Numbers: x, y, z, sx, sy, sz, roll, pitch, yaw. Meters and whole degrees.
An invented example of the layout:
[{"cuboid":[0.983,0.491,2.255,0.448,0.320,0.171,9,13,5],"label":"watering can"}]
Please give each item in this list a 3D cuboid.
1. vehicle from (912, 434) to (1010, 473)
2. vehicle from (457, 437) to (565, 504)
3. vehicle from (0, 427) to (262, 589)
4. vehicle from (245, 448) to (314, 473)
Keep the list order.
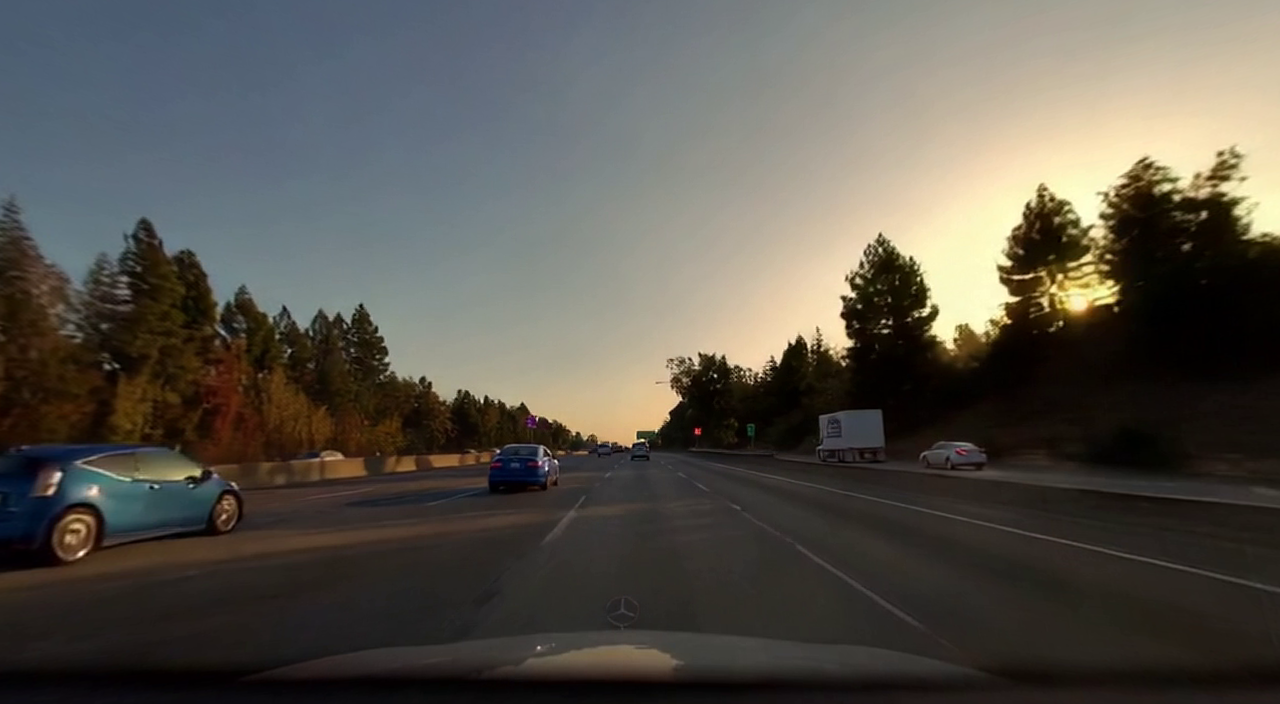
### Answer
[{"cuboid":[15.143,4.832,30.176,2.081,1.707,4.756,0,-9,-1],"label":"vehicle"},{"cuboid":[-3.281,3.103,16.963,2.020,1.554,4.137,0,-9,0],"label":"vehicle"},{"cuboid":[-7.129,1.771,7.850,1.955,1.540,4.715,0,-9,-1],"label":"vehicle"},{"cuboid":[-24.841,7.487,43.791,1.978,1.573,4.700,0,-9,0],"label":"vehicle"}]
